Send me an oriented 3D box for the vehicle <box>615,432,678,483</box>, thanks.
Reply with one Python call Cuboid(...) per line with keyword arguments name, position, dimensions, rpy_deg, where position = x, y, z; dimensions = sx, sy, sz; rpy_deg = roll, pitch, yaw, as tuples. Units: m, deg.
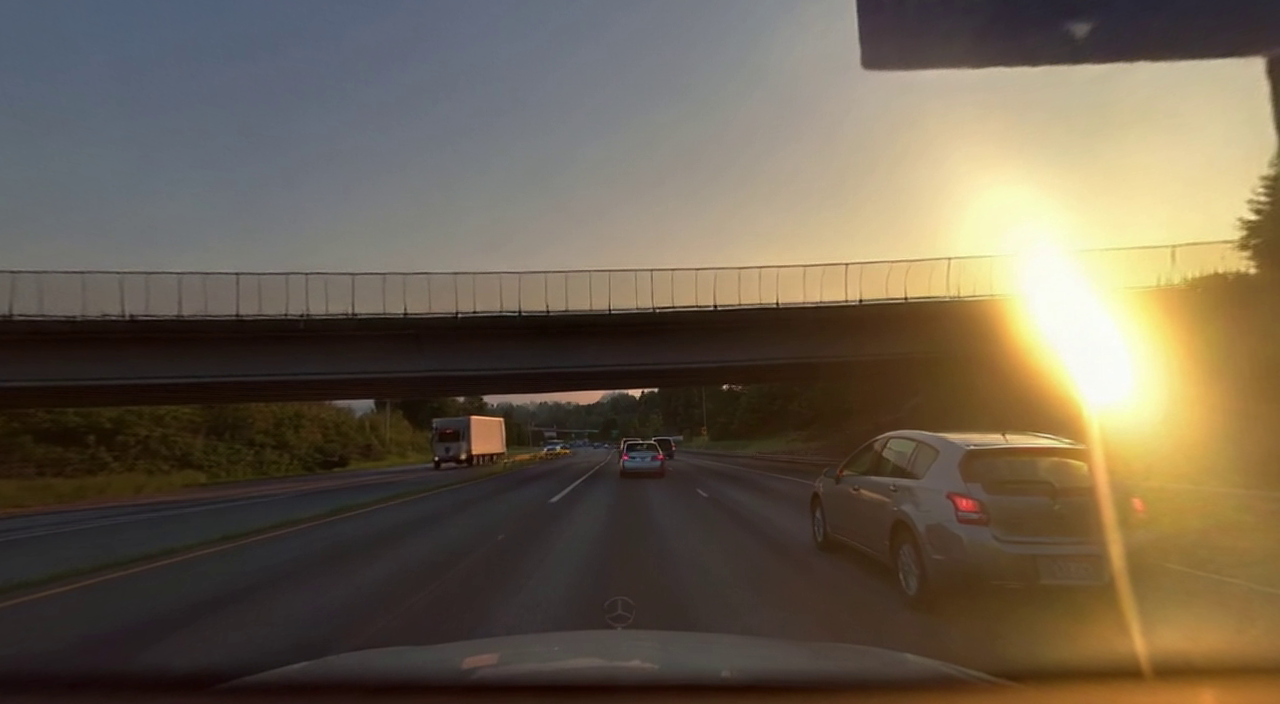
Cuboid(name="vehicle", position=(0.136, 3.767, 22.831), dimensions=(2.092, 1.636, 4.024), rpy_deg=(0, -8, -2))
